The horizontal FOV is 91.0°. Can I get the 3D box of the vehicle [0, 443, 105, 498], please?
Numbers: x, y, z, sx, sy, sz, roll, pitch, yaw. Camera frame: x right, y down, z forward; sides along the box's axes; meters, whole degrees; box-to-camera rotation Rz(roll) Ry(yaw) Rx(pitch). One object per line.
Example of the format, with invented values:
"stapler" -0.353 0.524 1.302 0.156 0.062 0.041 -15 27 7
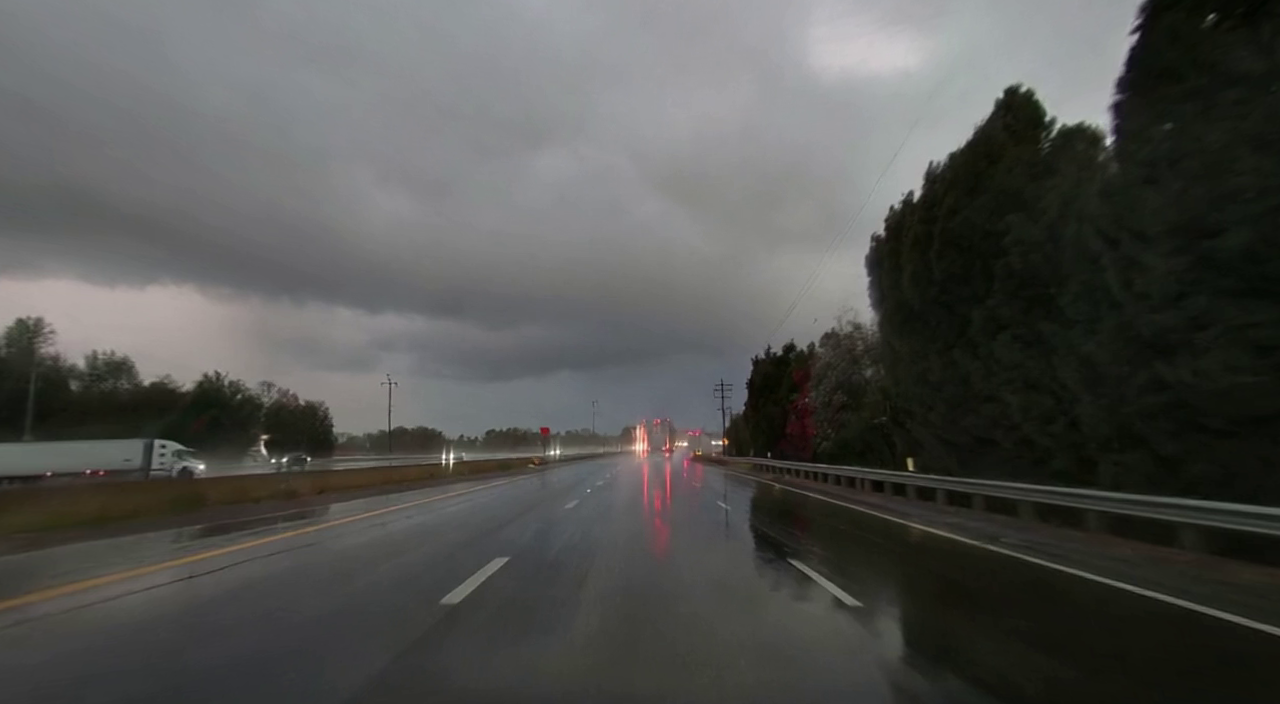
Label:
"vehicle" -48.007 8.509 44.993 3.082 3.896 14.770 -4 -10 22
